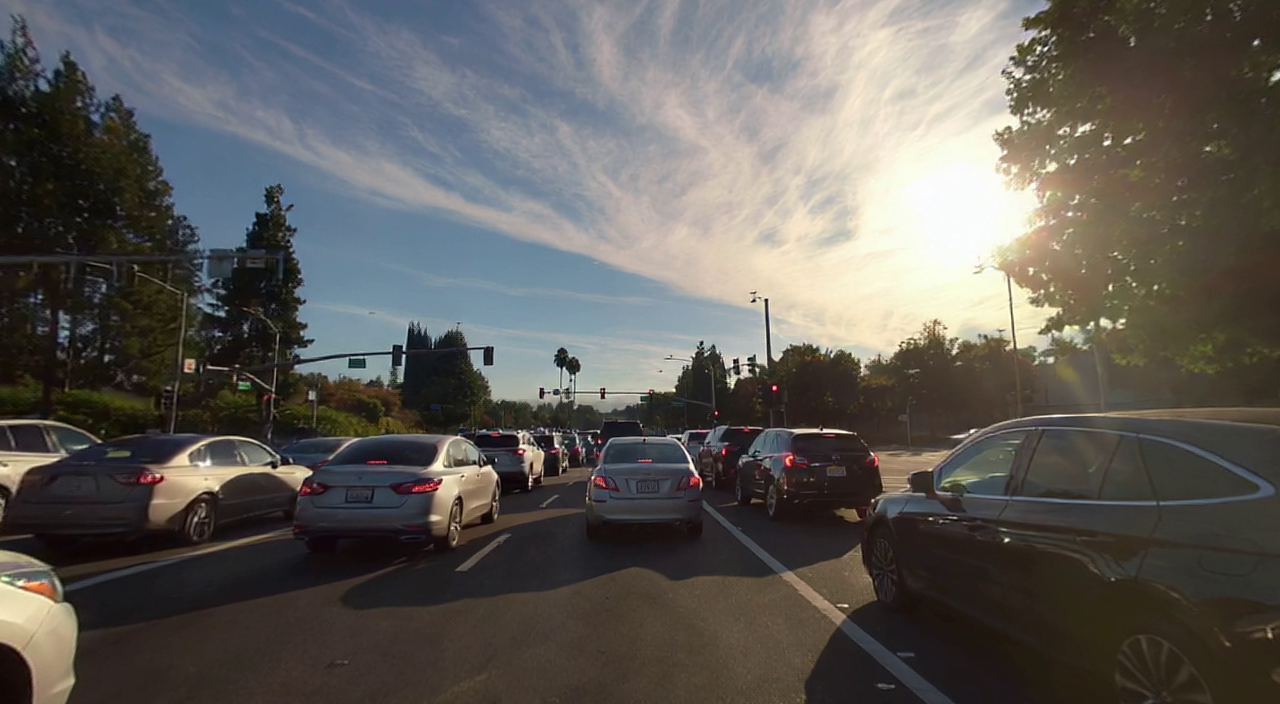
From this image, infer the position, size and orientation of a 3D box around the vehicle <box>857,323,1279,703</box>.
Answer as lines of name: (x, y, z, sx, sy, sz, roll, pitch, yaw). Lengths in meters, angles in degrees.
vehicle: (3.153, 0.993, 3.736, 2.074, 1.685, 4.387, 0, -8, -1)

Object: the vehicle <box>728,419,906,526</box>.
vehicle: (3.079, 2.199, 12.008, 2.106, 1.667, 4.101, 0, -8, -1)

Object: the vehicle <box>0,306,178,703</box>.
vehicle: (-3.200, 0.496, 0.604, 2.079, 1.756, 4.676, 0, -8, -3)

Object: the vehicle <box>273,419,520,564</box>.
vehicle: (-3.057, 1.836, 9.077, 1.896, 1.546, 4.378, 0, -8, -1)

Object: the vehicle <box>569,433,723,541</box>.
vehicle: (0.007, 2.102, 10.429, 2.076, 1.438, 3.770, 0, -8, -2)
